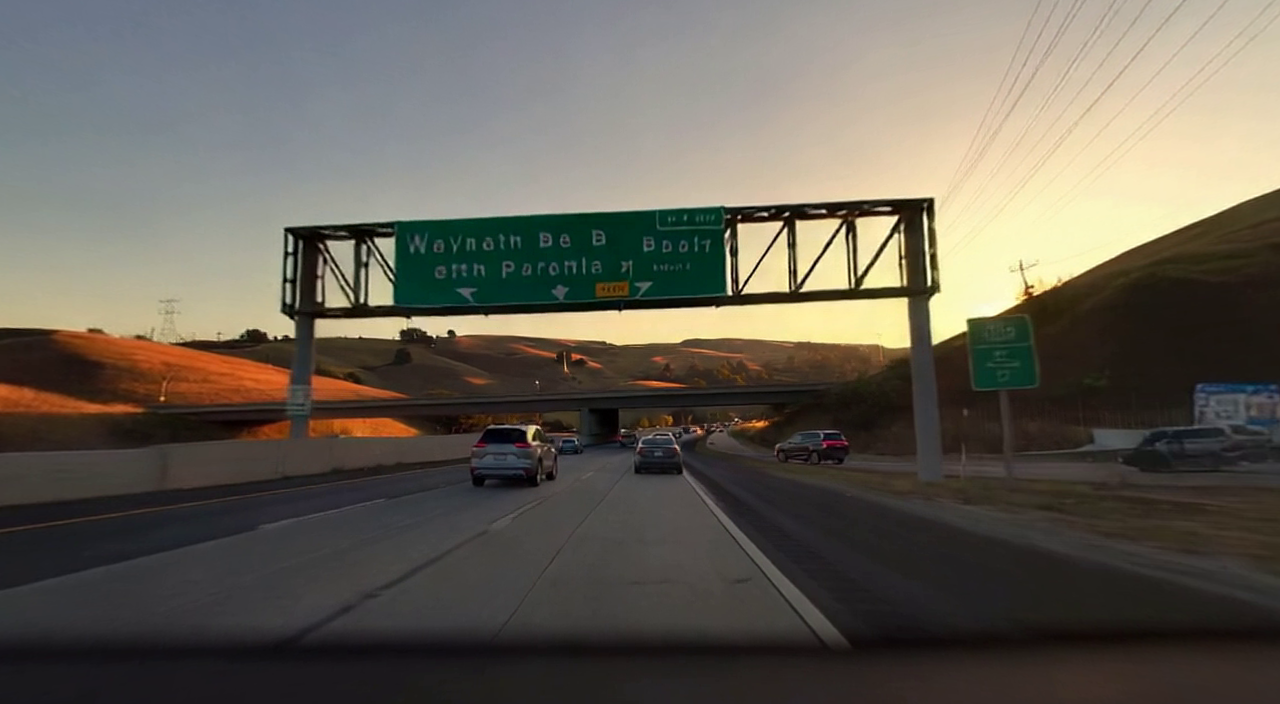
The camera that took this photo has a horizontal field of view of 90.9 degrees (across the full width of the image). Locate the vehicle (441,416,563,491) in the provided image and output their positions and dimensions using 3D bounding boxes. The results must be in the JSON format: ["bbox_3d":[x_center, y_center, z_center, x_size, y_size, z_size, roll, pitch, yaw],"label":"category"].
[{"bbox_3d":[-3.708,2.871,18.057,2.228,1.845,4.847,-1,-8,2],"label":"vehicle"}]

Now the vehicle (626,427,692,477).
[{"bbox_3d":[0.695,3.633,23.076,2.193,1.651,3.946,-1,-8,2],"label":"vehicle"}]

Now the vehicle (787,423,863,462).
[{"bbox_3d":[13.120,6.508,45.460,2.571,2.571,6.876,1,-9,-8],"label":"vehicle"}]
